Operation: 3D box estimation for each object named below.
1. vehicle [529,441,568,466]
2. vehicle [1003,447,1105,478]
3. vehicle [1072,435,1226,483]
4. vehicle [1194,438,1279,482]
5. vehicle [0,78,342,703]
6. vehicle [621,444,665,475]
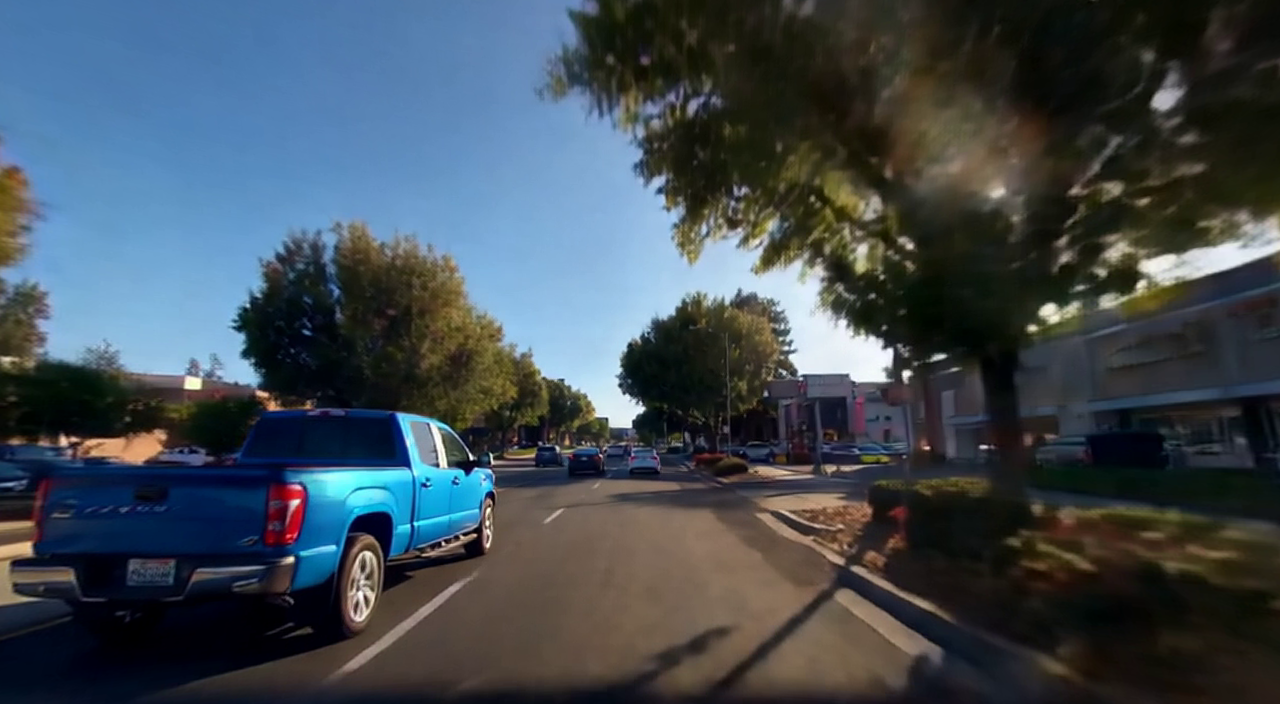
[{"bbox_3d":[-6.946,7.757,48.188,2.146,1.788,5.153,0,-8,1],"label":"vehicle"},{"bbox_3d":[22.308,5.921,34.038,4.437,1.485,2.027,-4,-9,31],"label":"vehicle"},{"bbox_3d":[20.574,4.330,25.692,4.501,1.780,2.082,-5,-10,29],"label":"vehicle"},{"bbox_3d":[26.088,4.393,25.759,4.478,1.724,2.179,-4,-10,28],"label":"vehicle"},{"bbox_3d":[-3.411,0.312,1.384,2.733,2.495,5.037,-1,-8,4],"label":"vehicle"},{"bbox_3d":[0.180,5.727,33.837,2.191,1.530,4.470,0,-8,1],"label":"vehicle"}]
